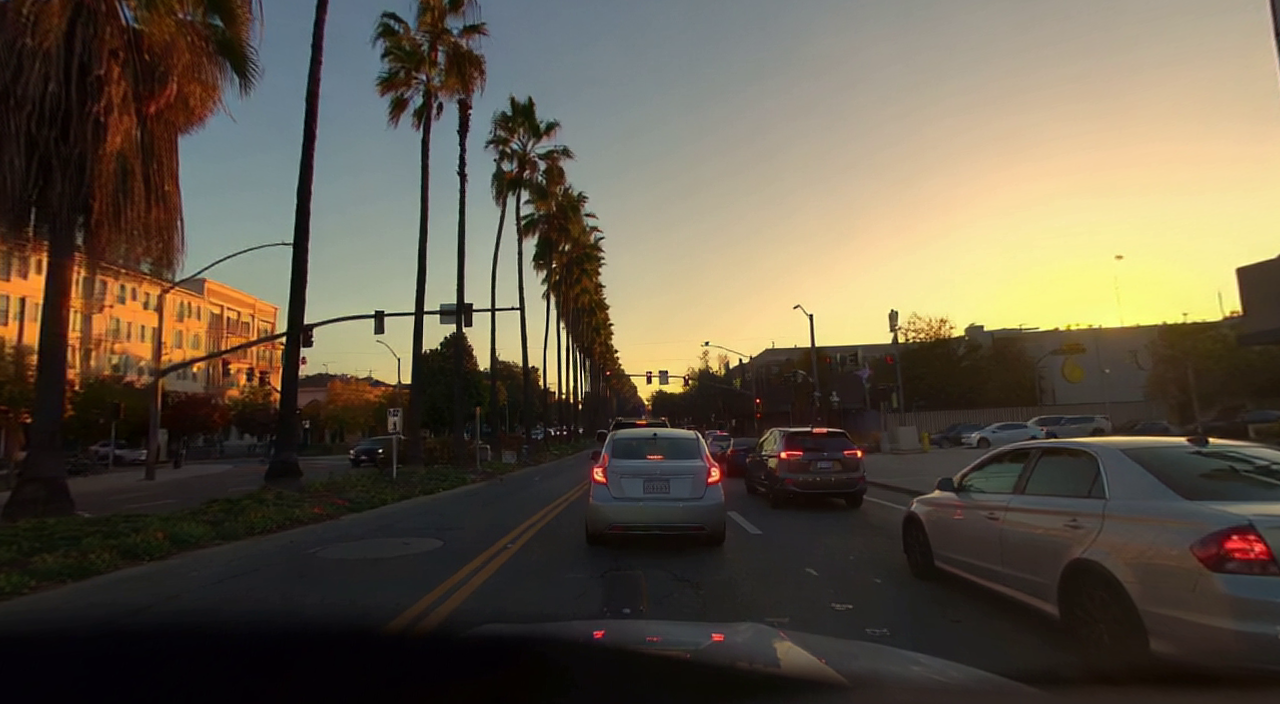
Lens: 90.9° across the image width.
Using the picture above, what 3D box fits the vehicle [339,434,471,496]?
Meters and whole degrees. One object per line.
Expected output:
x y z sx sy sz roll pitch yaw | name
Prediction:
-6.266 3.049 17.396 1.900 1.487 4.165 0 -8 2 | vehicle

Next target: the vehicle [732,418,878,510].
3.487 2.472 14.316 2.169 1.751 4.276 0 -8 0 | vehicle

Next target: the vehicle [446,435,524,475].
-6.060 4.094 25.217 1.822 1.456 4.396 0 -8 2 | vehicle

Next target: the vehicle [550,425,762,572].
0.175 1.787 8.463 2.140 1.474 4.026 0 -8 0 | vehicle

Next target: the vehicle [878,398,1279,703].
3.541 1.227 4.492 1.910 1.490 4.661 0 -8 1 | vehicle
